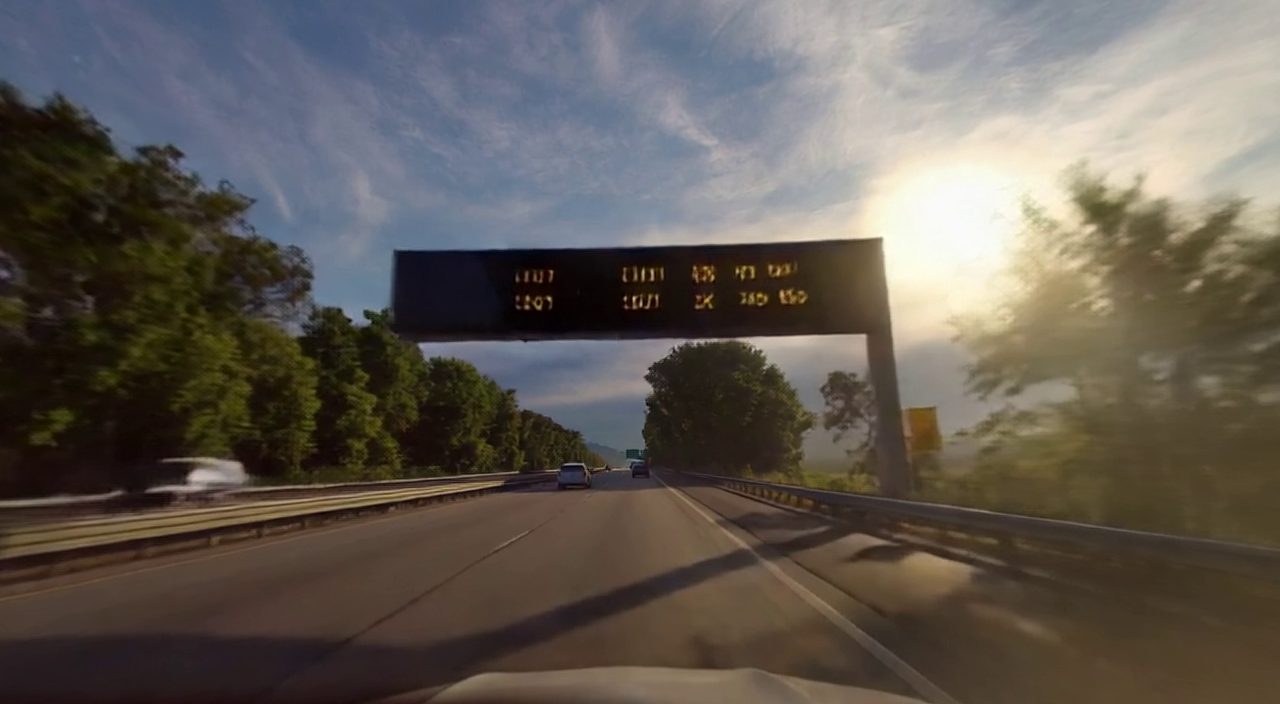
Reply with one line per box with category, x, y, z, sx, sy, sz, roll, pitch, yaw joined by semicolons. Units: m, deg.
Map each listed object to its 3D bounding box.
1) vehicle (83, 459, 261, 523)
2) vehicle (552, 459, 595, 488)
vehicle;-13.935;4.150;19.177;2.021;1.674;4.329;1;-10;0
vehicle;-3.931;7.282;37.857;2.081;1.586;4.245;0;-10;0
